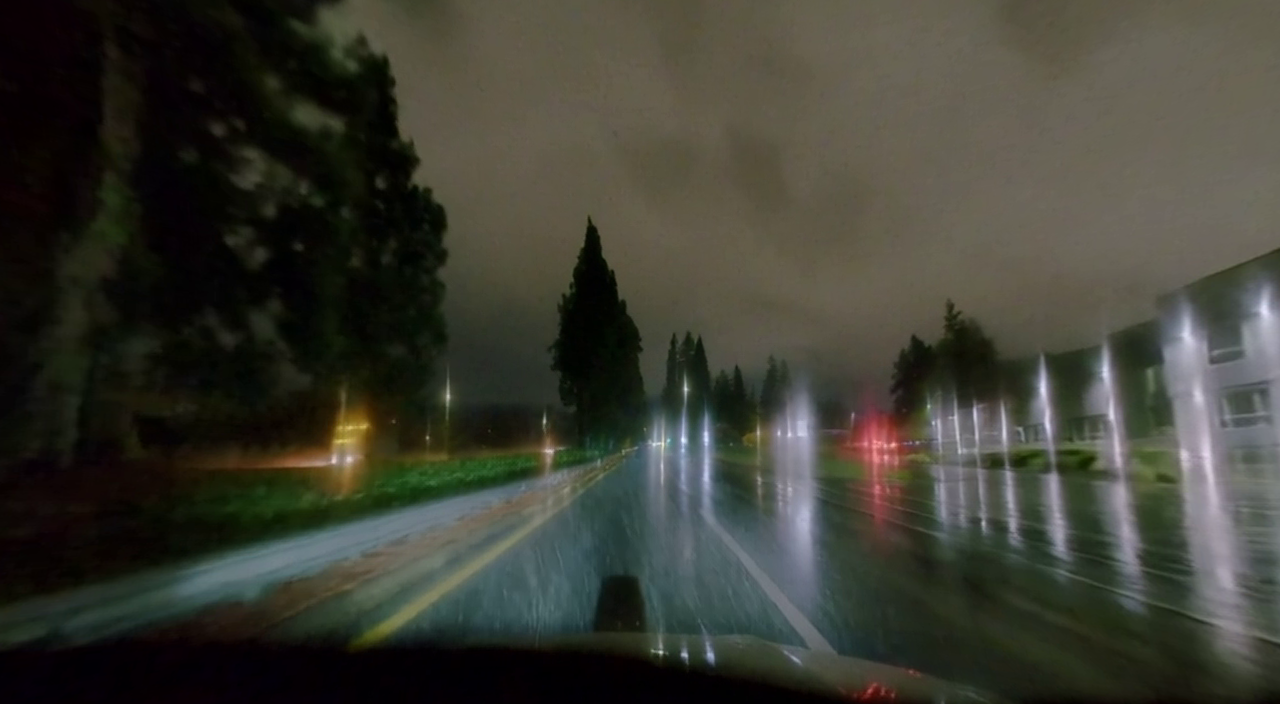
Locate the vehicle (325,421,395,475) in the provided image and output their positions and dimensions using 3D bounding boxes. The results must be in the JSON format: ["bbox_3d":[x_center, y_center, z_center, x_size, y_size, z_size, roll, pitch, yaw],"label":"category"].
[{"bbox_3d":[-16.939,5.810,38.536,2.575,2.950,4.003,-3,-8,-2],"label":"vehicle"}]
